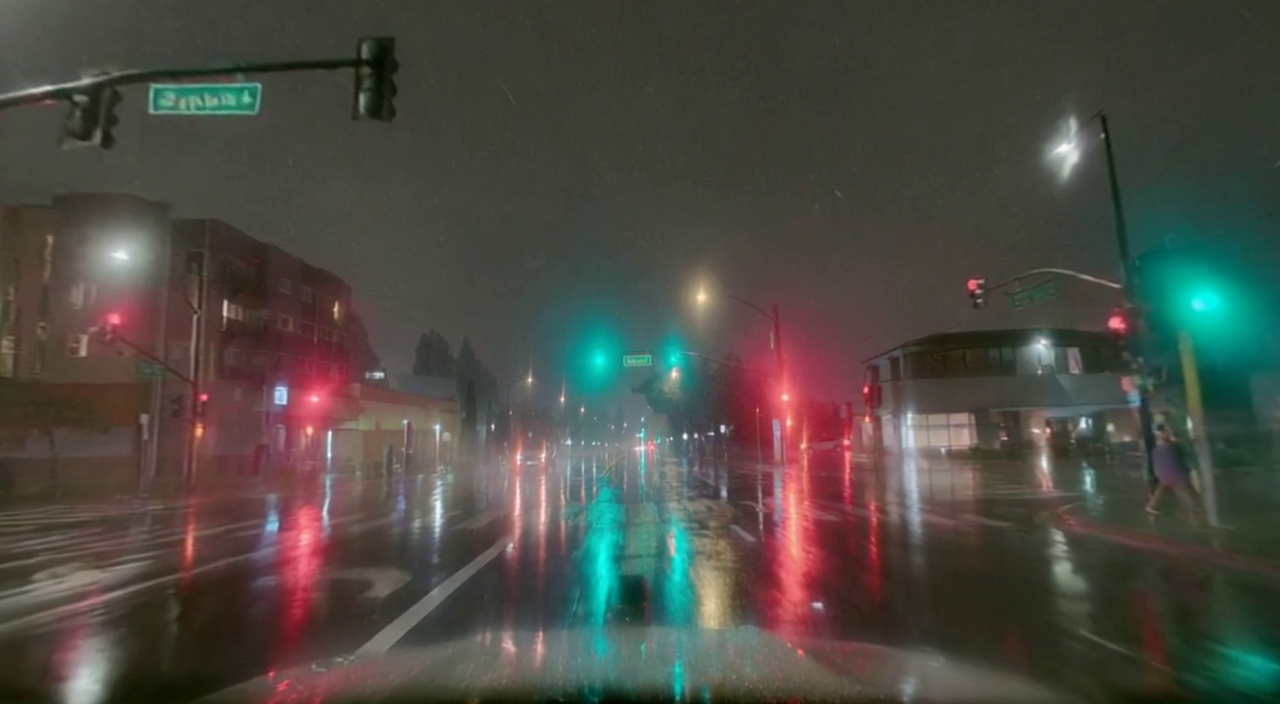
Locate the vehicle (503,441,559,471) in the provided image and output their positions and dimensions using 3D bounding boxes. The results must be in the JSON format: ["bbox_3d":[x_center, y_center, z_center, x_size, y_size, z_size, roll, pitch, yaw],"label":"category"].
[{"bbox_3d":[-5.721,5.514,33.623,2.127,1.473,4.428,0,-9,1],"label":"vehicle"}]
